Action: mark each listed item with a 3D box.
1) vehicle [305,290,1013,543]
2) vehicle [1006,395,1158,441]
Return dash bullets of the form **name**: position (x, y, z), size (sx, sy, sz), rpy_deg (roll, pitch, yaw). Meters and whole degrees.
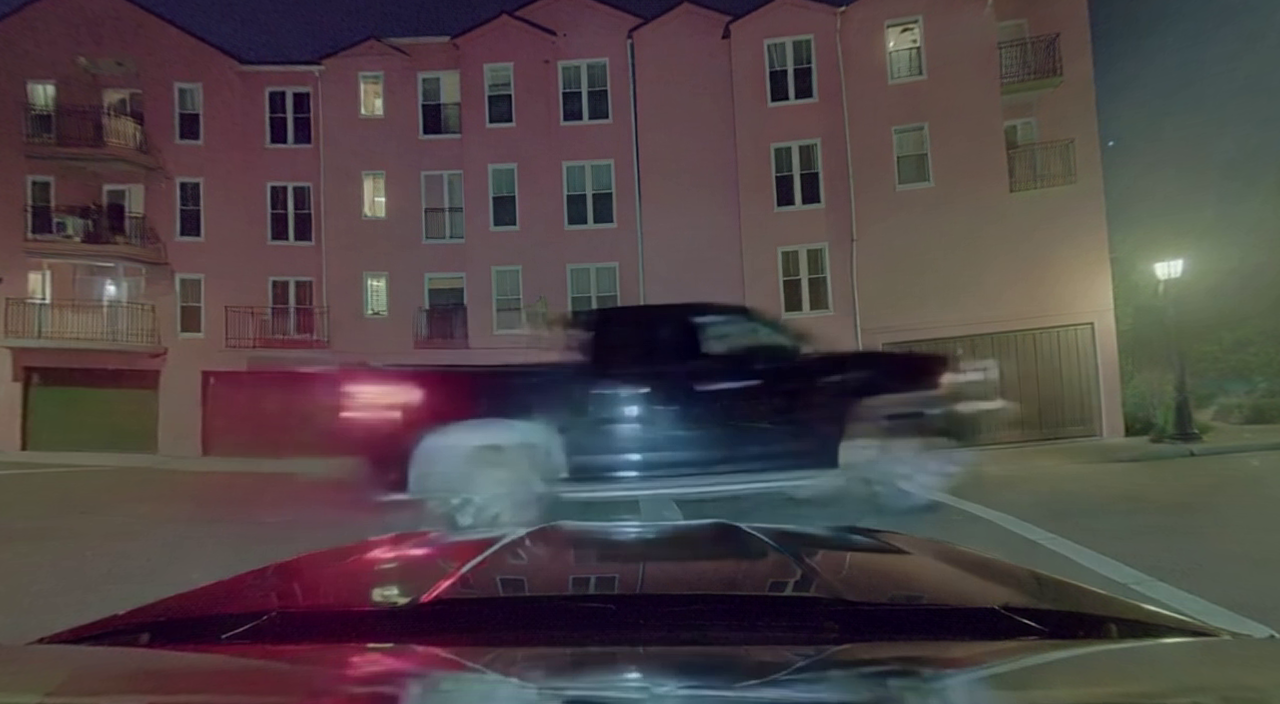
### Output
- **vehicle**: position (0.143, 0.639, 6.065), size (5.448, 1.974, 2.176), rpy_deg (0, -8, 0)
- **vehicle**: position (15.751, 2.387, 22.640), size (3.905, 1.475, 2.057), rpy_deg (-1, -8, -2)
